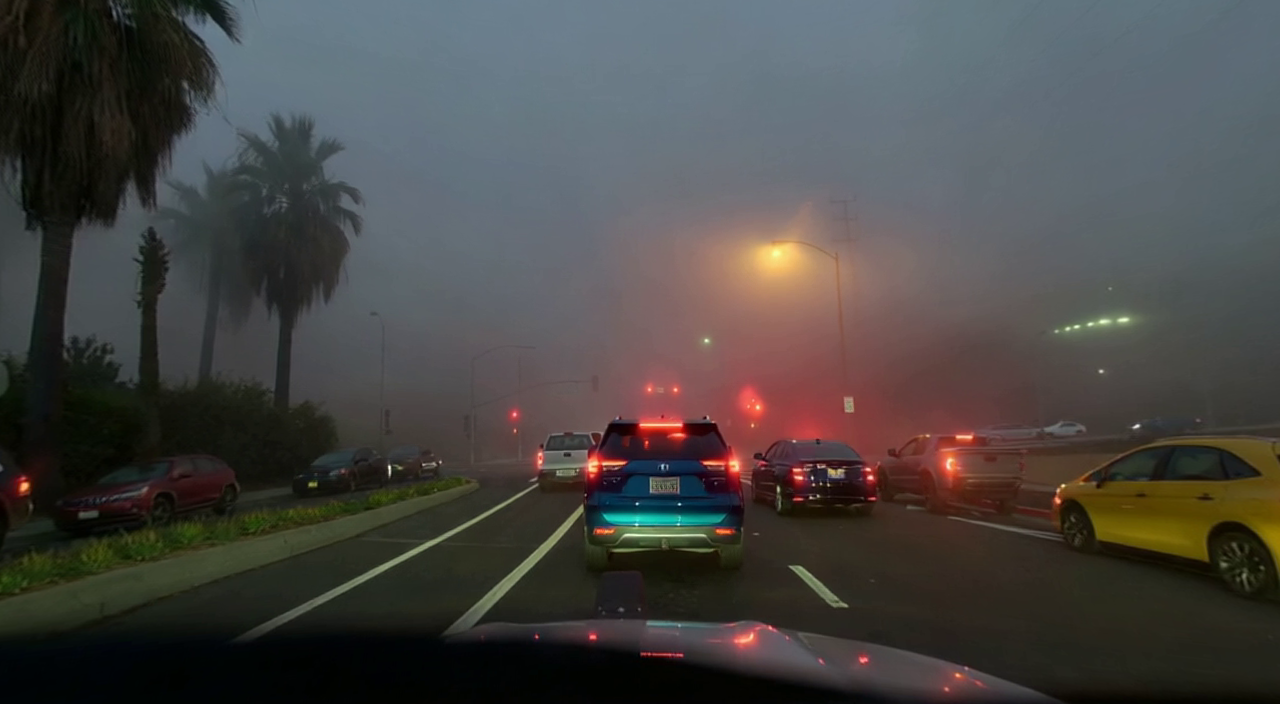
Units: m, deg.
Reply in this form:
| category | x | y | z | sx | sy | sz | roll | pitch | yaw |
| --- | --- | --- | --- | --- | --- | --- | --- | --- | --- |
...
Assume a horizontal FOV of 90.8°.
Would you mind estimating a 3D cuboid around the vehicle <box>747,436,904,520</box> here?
| category | x | y | z | sx | sy | sz | roll | pitch | yaw |
| --- | --- | --- | --- | --- | --- | --- | --- | --- | --- |
| vehicle | 3.702 | 2.581 | 13.565 | 2.021 | 1.480 | 4.402 | 0 | -8 | 0 |

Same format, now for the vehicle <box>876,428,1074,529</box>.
| category | x | y | z | sx | sy | sz | roll | pitch | yaw |
| --- | --- | --- | --- | --- | --- | --- | --- | --- | --- |
| vehicle | 6.665 | 2.524 | 13.241 | 1.930 | 1.736 | 4.329 | -1 | -8 | 3 |

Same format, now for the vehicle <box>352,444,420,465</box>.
| category | x | y | z | sx | sy | sz | roll | pitch | yaw |
| --- | --- | --- | --- | --- | --- | --- | --- | --- | --- |
| vehicle | -18.649 | 7.521 | 46.596 | 1.759 | 1.457 | 4.297 | -7 | -11 | 37 |

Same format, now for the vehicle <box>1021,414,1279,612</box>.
| category | x | y | z | sx | sy | sz | roll | pitch | yaw |
| --- | --- | --- | --- | --- | --- | --- | --- | --- | --- |
| vehicle | 6.441 | 1.601 | 6.937 | 1.935 | 1.672 | 4.139 | 0 | -8 | 1 |

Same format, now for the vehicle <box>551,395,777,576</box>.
| category | x | y | z | sx | sy | sz | roll | pitch | yaw |
| --- | --- | --- | --- | --- | --- | --- | --- | --- | --- |
| vehicle | 0.256 | 1.656 | 8.556 | 2.264 | 1.798 | 4.258 | 0 | -8 | 0 |

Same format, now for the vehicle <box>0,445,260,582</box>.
| category | x | y | z | sx | sy | sz | roll | pitch | yaw |
| --- | --- | --- | --- | --- | --- | --- | --- | --- | --- |
| vehicle | -9.585 | 2.800 | 11.841 | 2.054 | 1.467 | 4.595 | -3 | -2 | 1 |
